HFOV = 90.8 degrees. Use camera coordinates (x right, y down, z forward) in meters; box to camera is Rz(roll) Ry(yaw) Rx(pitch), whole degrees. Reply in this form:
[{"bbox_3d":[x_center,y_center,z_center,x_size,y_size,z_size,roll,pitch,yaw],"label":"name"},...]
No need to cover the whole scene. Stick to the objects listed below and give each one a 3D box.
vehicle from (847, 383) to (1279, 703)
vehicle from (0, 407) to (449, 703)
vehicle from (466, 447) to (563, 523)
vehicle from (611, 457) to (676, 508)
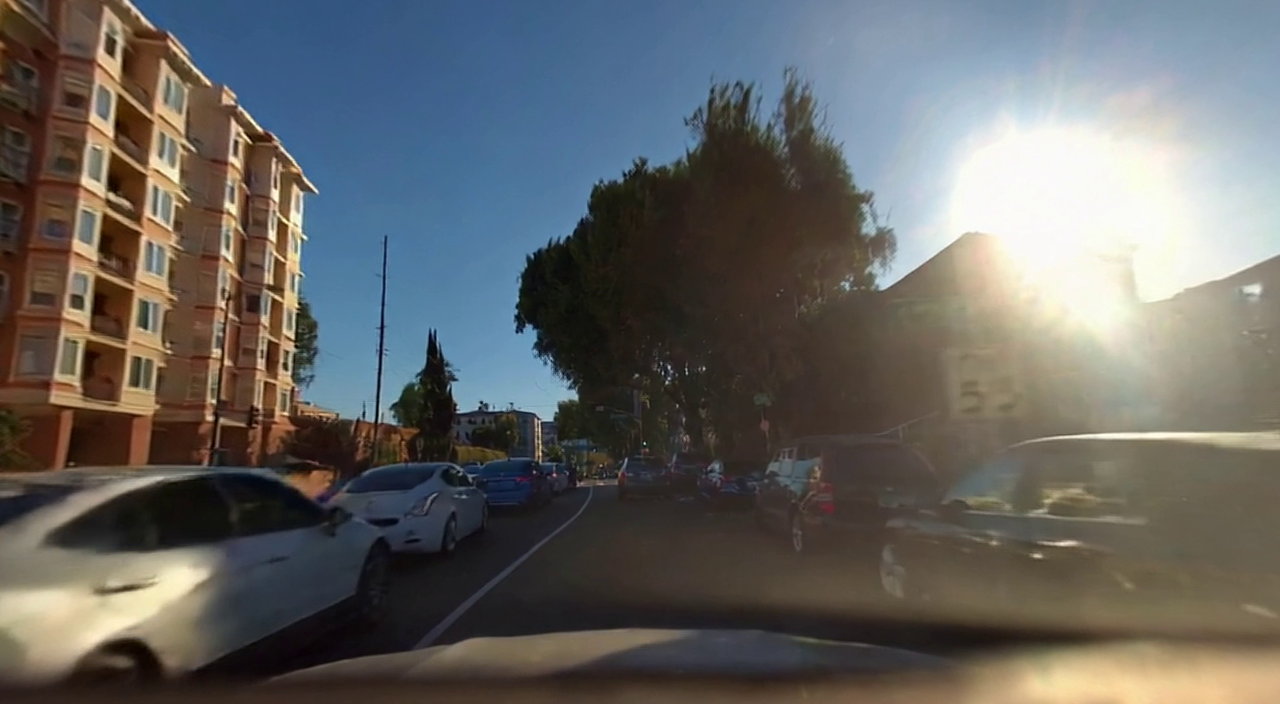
[{"bbox_3d":[2.951,1.147,3.841,1.933,1.501,4.349,0,-9,1],"label":"vehicle"},{"bbox_3d":[-2.760,1.158,3.357,2.109,1.477,4.509,0,-9,-1],"label":"vehicle"},{"bbox_3d":[-2.979,3.191,15.580,1.778,1.638,3.059,0,-9,-1],"label":"vehicle"},{"bbox_3d":[0.049,4.362,21.478,2.026,1.496,3.701,0,-9,-2],"label":"vehicle"}]
